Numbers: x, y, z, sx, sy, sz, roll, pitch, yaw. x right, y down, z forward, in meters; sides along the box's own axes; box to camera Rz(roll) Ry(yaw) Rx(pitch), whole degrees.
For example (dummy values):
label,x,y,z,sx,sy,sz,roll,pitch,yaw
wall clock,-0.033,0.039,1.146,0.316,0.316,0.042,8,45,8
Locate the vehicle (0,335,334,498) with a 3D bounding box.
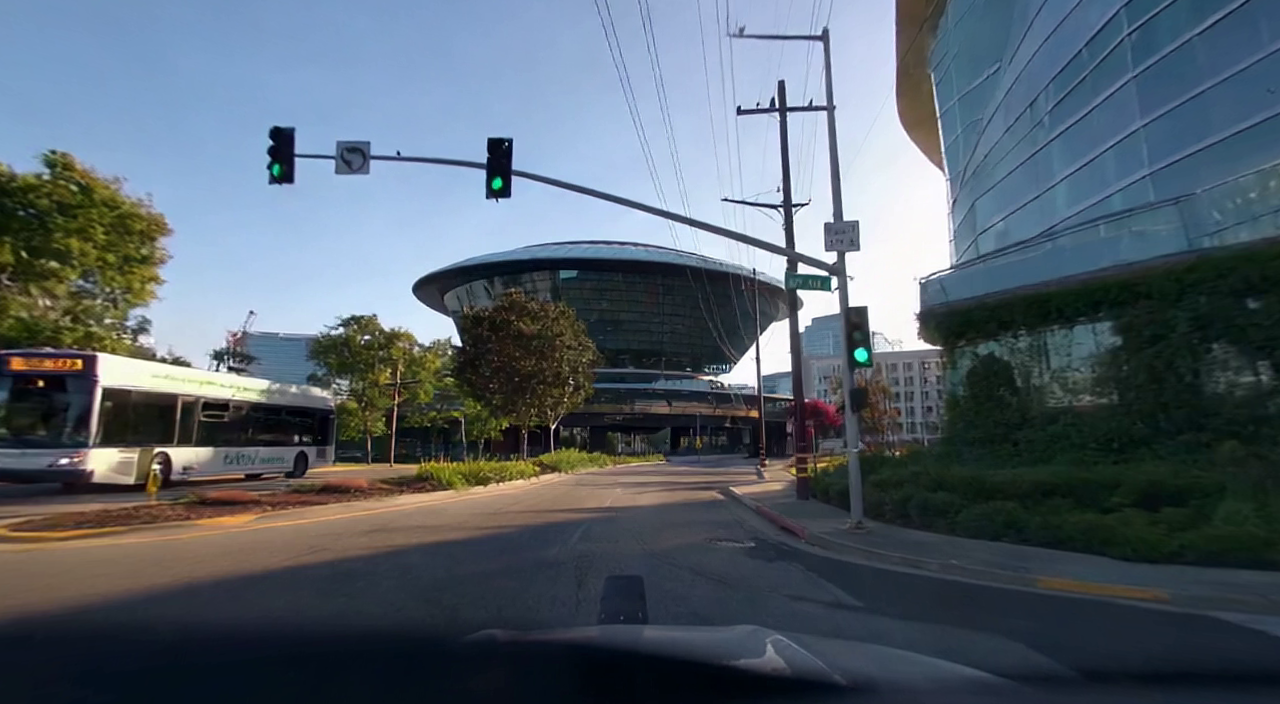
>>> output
label,x,y,z,sx,sy,sz,roll,pitch,yaw
vehicle,-14.985,2.429,21.384,3.014,4.047,11.442,0,-9,2
